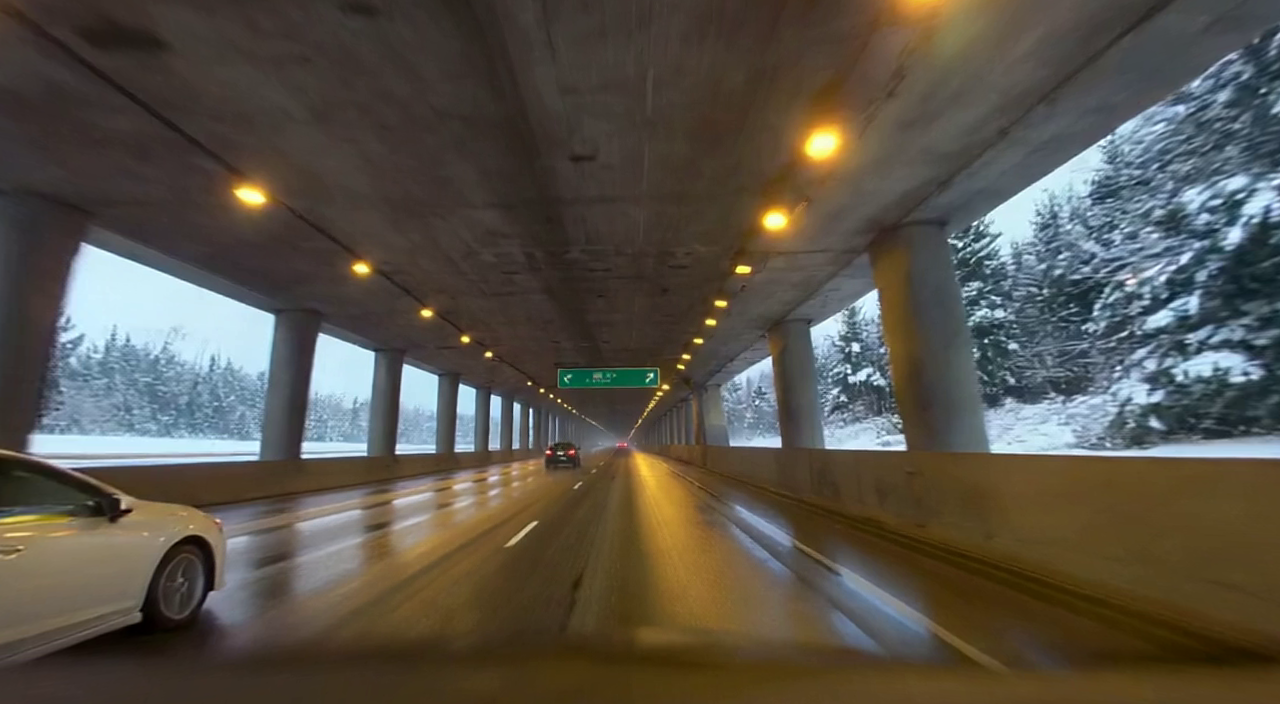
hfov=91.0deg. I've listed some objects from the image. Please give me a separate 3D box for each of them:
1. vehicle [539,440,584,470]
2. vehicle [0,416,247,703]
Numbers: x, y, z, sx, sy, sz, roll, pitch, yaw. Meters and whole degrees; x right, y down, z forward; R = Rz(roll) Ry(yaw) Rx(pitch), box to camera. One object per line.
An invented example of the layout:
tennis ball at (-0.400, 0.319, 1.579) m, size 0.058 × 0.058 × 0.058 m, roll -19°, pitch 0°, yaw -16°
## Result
vehicle at (-4.160, 5.525, 34.111) m, size 1.973 × 1.474 × 4.199 m, roll 0°, pitch -8°, yaw -1°
vehicle at (-3.931, 0.978, 2.589) m, size 1.885 × 1.424 × 4.230 m, roll -1°, pitch -8°, yaw 0°
